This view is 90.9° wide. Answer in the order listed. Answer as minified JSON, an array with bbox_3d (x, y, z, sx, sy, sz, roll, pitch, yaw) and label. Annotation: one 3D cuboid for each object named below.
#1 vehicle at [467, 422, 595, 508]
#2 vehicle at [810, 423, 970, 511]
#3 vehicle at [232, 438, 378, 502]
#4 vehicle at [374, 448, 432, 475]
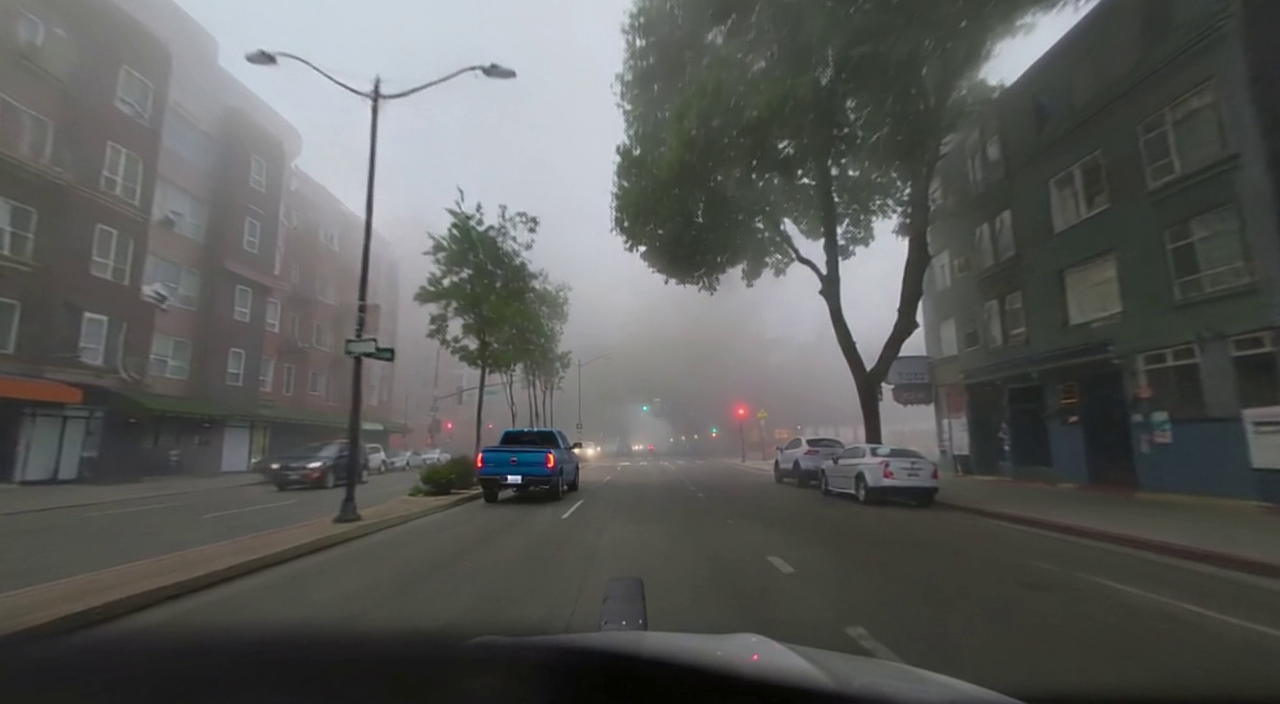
[{"bbox_3d":[-2.490,2.800,16.021,2.197,1.786,5.365,-1,-9,1],"label":"vehicle"},{"bbox_3d":[5.964,2.810,15.853,2.043,1.841,4.842,0,-9,1],"label":"vehicle"},{"bbox_3d":[-10.054,3.560,19.411,2.013,1.704,4.364,-1,-9,1],"label":"vehicle"},{"bbox_3d":[-15.819,7.312,42.419,2.100,1.596,4.739,-2,-9,0],"label":"vehicle"}]
